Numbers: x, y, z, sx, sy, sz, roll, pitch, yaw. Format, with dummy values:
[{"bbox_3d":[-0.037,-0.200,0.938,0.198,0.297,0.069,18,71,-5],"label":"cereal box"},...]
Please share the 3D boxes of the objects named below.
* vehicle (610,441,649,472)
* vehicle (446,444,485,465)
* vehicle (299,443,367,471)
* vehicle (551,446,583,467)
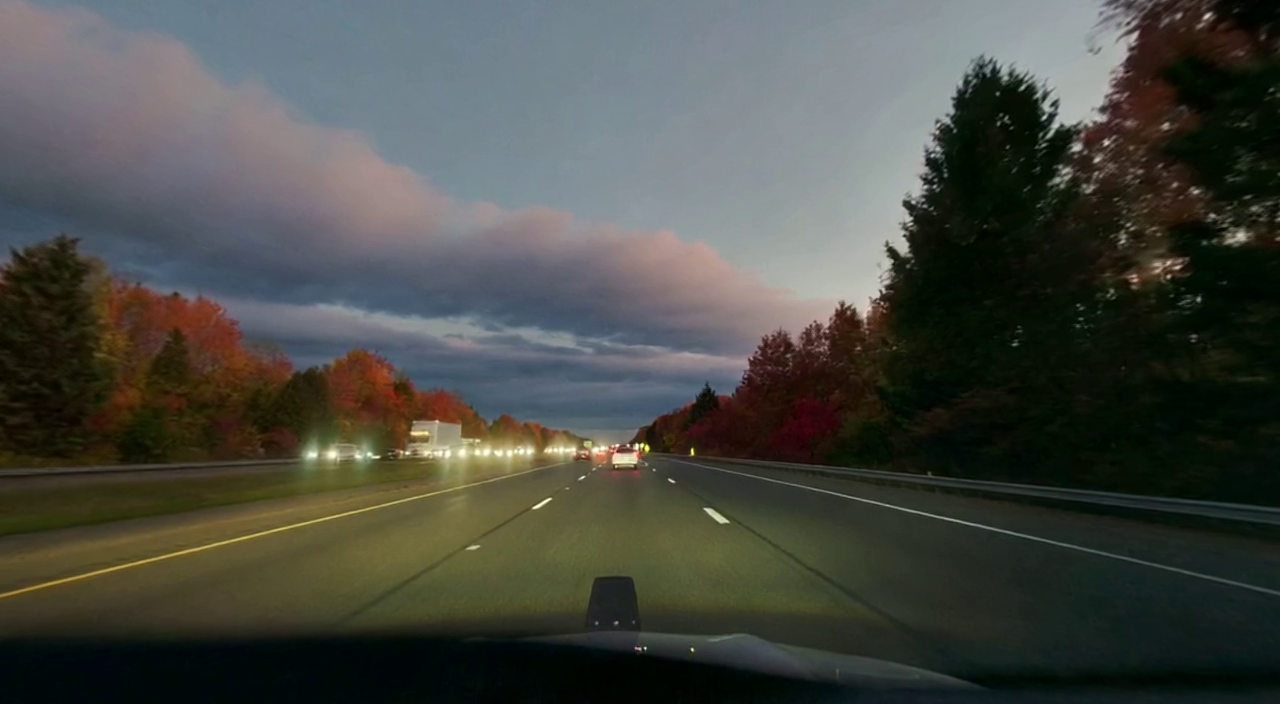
[{"bbox_3d":[-0.633,6.024,36.190,2.115,1.661,4.049,0,-9,-1],"label":"vehicle"},{"bbox_3d":[-13.195,7.775,47.520,1.881,1.507,3.991,0,-9,-1],"label":"vehicle"},{"bbox_3d":[-18.079,6.217,37.186,1.850,1.509,4.482,0,-9,-1],"label":"vehicle"},{"bbox_3d":[-5.517,7.940,47.697,2.002,1.537,4.269,0,-9,-2],"label":"vehicle"}]
